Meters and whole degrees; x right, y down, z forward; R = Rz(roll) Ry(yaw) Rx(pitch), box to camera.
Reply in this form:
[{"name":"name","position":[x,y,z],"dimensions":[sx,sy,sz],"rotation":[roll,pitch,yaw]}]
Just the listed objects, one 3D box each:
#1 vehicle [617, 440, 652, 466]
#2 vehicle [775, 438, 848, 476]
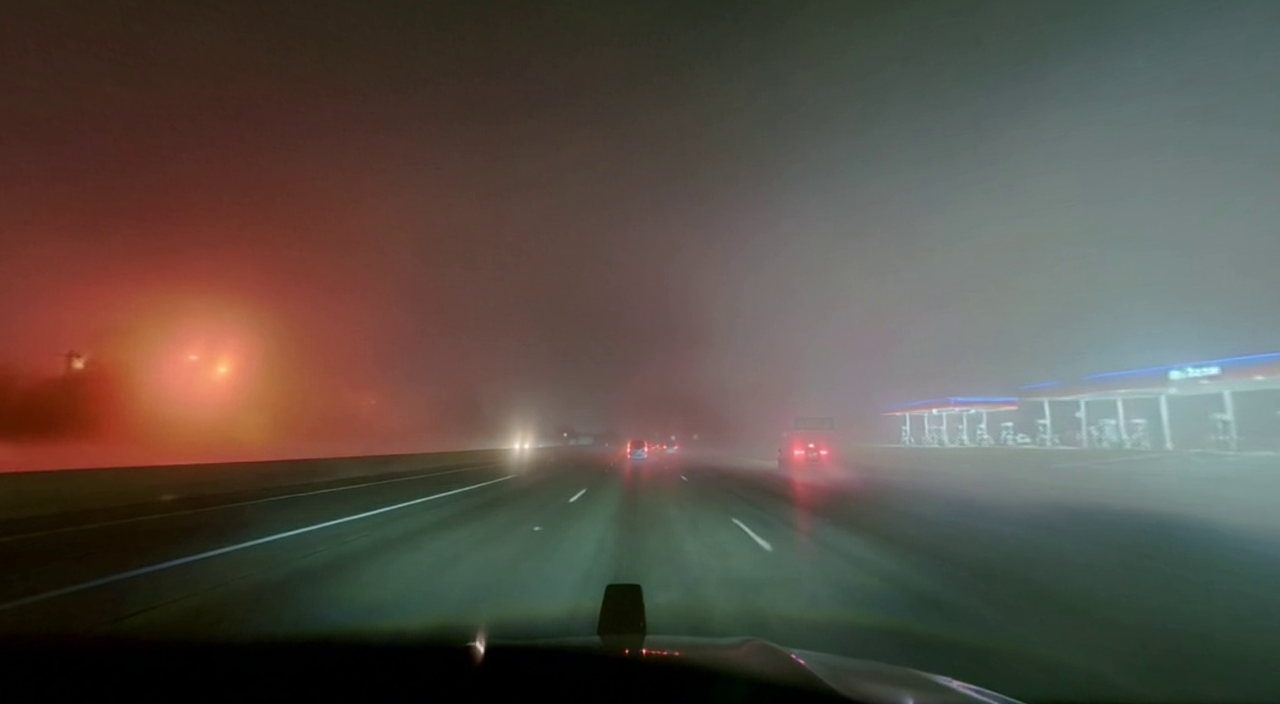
[{"name":"vehicle","position":[-0.368,6.179,38.712],"dimensions":[1.999,1.473,4.351],"rotation":[0,-8,-1]},{"name":"vehicle","position":[7.091,4.372,26.545],"dimensions":[1.867,1.463,4.295],"rotation":[0,-8,0]}]
